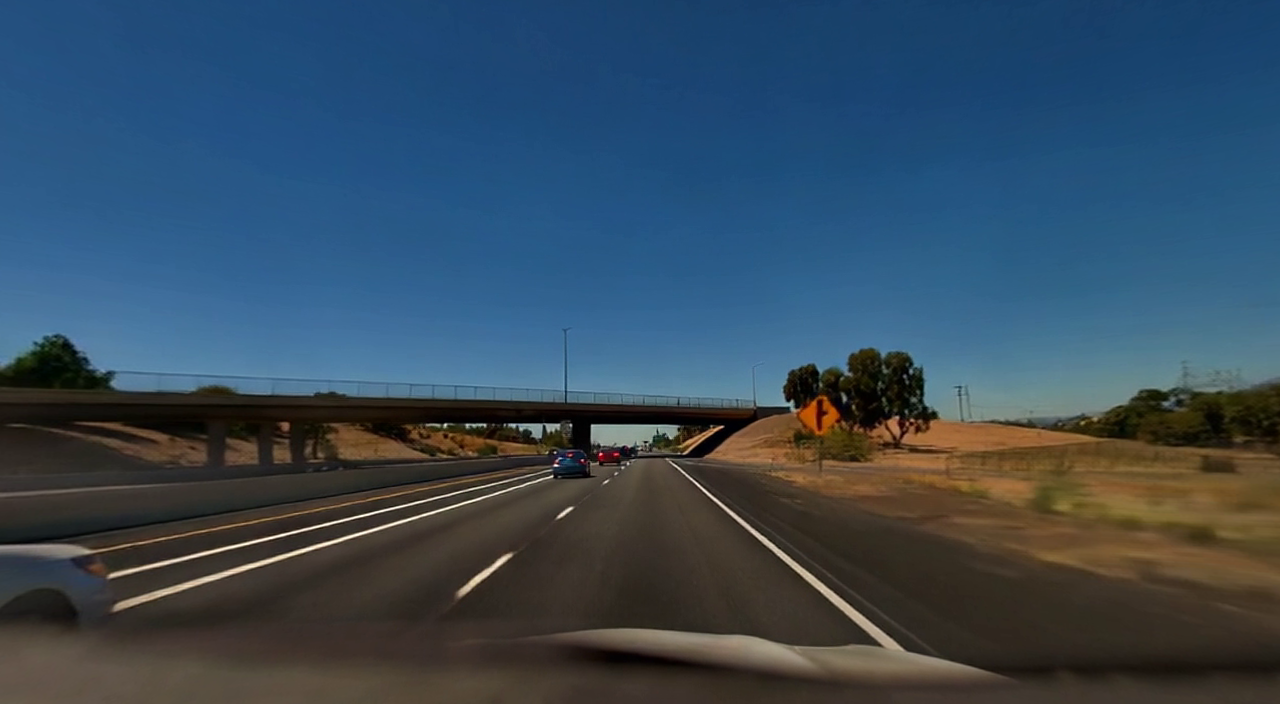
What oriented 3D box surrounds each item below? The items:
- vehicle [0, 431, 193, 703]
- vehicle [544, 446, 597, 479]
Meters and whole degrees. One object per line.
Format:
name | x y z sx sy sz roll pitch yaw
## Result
vehicle | -3.957 0.951 1.824 2.011 1.481 4.434 0 -9 1
vehicle | -3.357 5.455 31.377 2.044 1.527 4.607 0 -9 1
